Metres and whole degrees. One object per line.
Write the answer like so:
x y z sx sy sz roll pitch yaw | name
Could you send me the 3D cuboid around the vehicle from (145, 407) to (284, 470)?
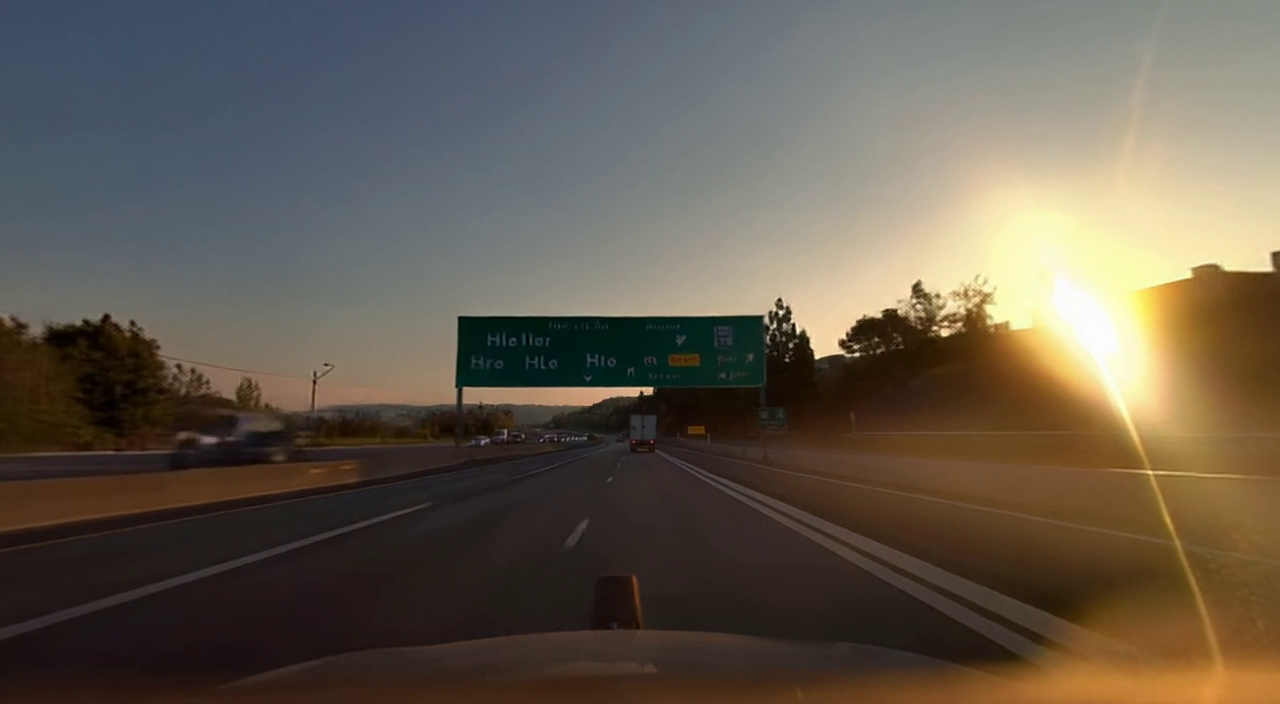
-19.003 3.949 28.572 2.341 2.520 5.576 -1 -8 0 | vehicle
